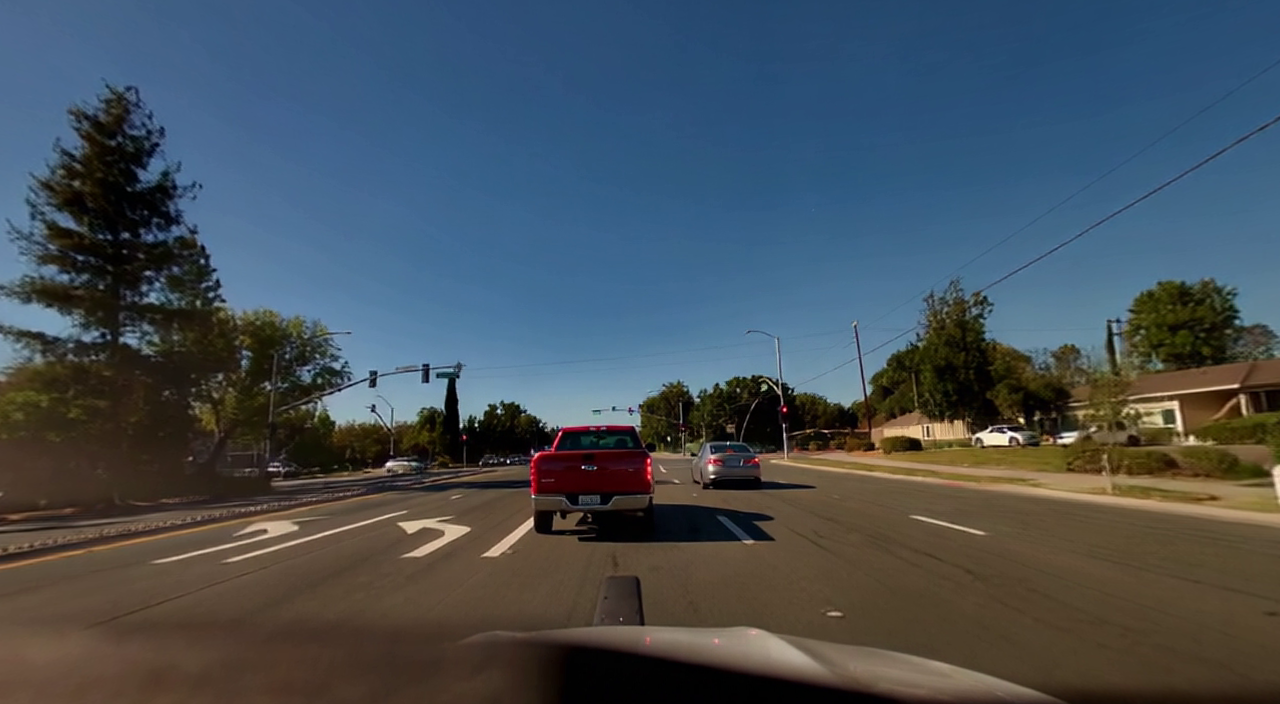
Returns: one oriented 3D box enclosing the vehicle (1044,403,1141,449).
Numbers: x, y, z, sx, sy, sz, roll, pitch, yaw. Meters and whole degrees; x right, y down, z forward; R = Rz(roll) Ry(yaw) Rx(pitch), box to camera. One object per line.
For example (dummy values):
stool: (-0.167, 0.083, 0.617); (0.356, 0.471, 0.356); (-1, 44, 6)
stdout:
vehicle: (30.303, 5.039, 42.505); (2.892, 2.881, 4.178); (2, -9, -16)

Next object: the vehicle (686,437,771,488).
vehicle: (2.768, 3.595, 20.861); (2.073, 1.484, 4.437); (0, -8, -1)

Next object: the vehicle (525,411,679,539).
vehicle: (-0.554, 2.064, 11.255); (2.145, 1.762, 4.731); (0, -8, -1)
